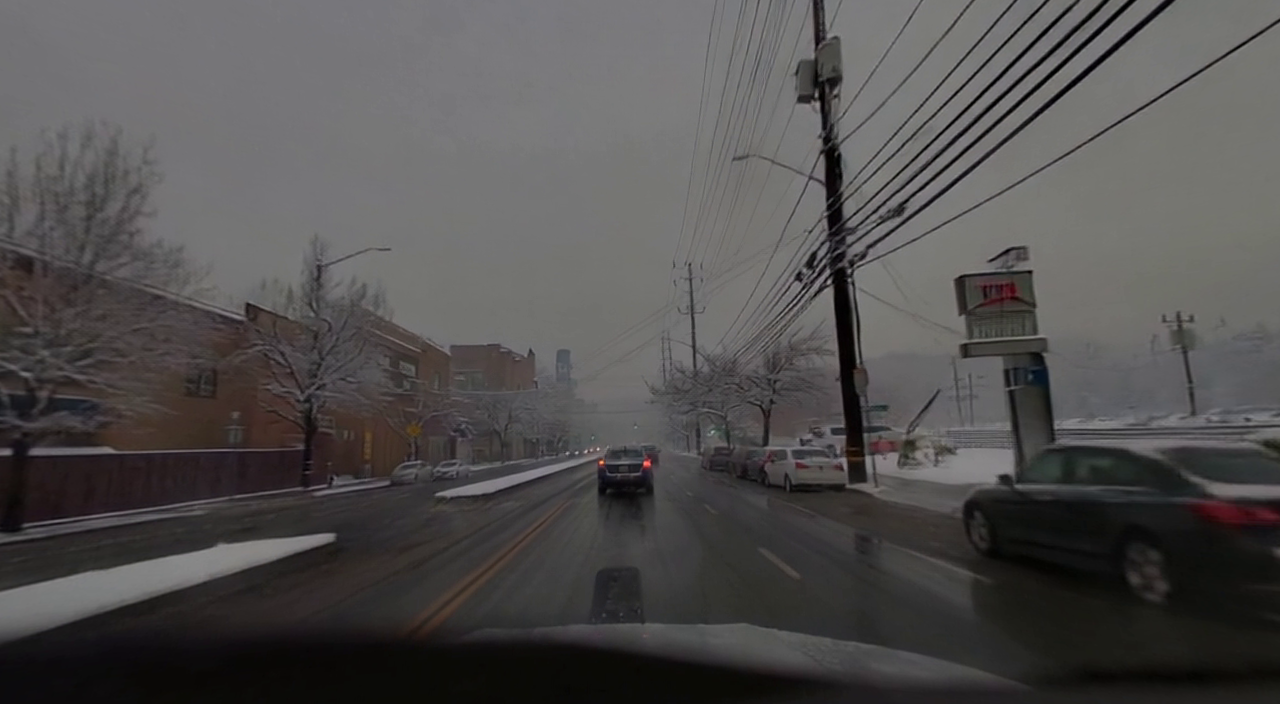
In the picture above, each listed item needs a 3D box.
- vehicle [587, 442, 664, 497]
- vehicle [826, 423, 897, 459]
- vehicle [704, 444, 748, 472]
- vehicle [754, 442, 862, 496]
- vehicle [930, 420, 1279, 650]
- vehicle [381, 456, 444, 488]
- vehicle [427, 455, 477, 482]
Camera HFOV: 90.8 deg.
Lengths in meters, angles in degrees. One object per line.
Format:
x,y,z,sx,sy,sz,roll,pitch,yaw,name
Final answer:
-0.396,3.540,19.384,2.116,1.479,3.980,0,-8,0,vehicle
14.191,5.779,40.904,2.418,2.139,5.365,0,-8,-2,vehicle
5.111,6.376,38.224,1.937,1.523,4.541,0,-8,-1,vehicle
5.071,3.585,19.853,1.987,1.459,4.677,0,-9,-1,vehicle
5.184,1.526,6.401,2.108,1.471,4.948,0,-8,-1,vehicle
-11.855,6.270,33.212,1.828,1.457,4.371,0,-8,-2,vehicle
-11.614,7.209,39.326,1.817,1.480,4.282,0,-8,-1,vehicle
